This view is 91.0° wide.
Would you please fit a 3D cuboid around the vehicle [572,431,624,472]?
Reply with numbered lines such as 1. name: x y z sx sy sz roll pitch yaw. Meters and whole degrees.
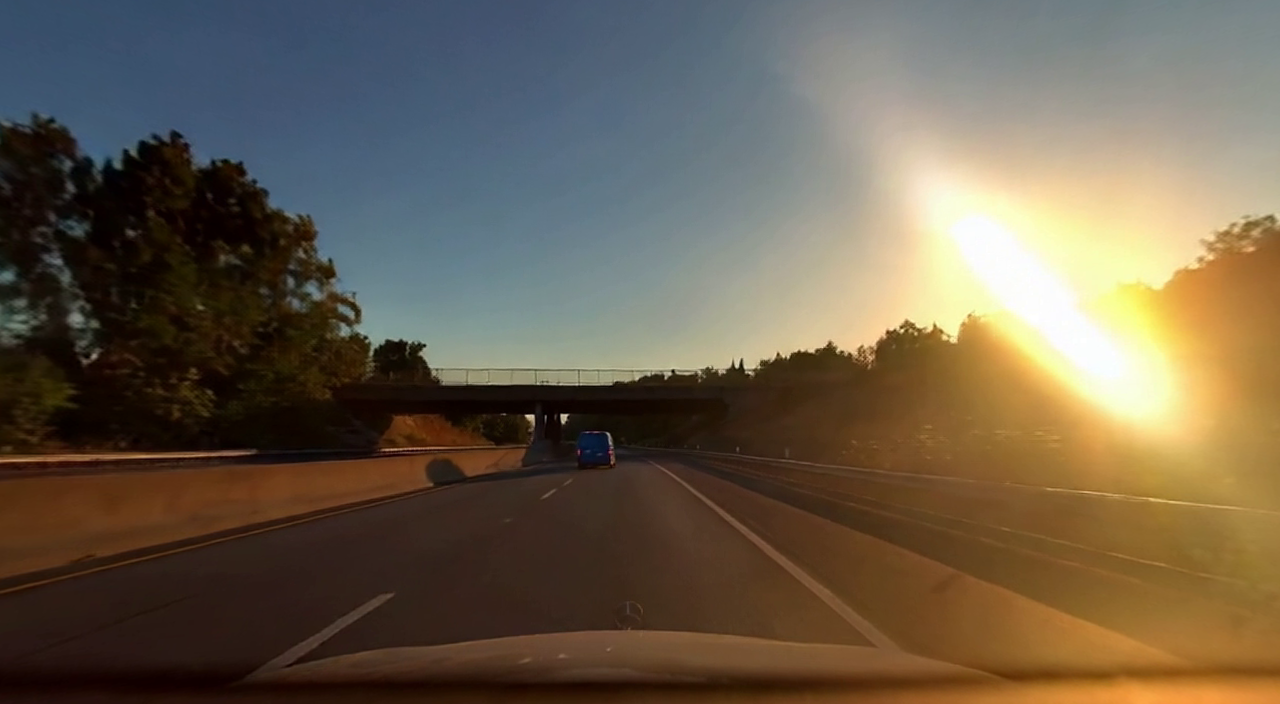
1. vehicle: -2.046 5.101 32.459 2.372 1.891 5.061 0 -8 -1
